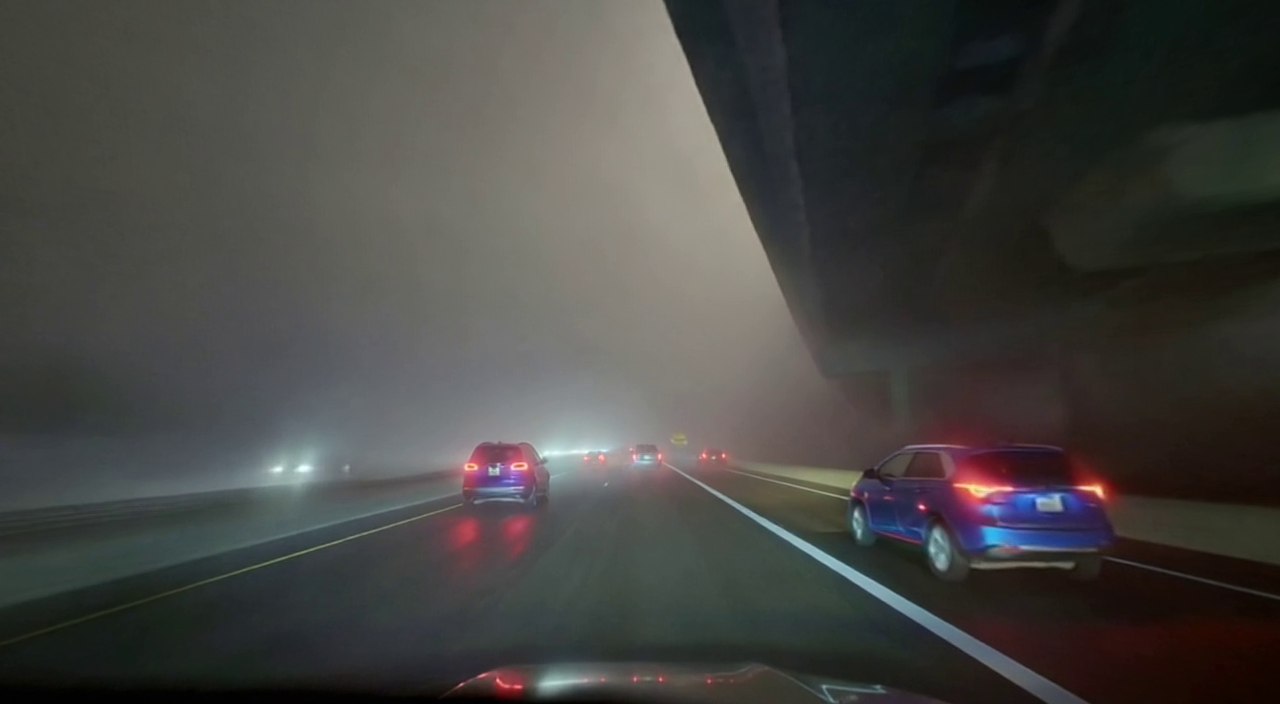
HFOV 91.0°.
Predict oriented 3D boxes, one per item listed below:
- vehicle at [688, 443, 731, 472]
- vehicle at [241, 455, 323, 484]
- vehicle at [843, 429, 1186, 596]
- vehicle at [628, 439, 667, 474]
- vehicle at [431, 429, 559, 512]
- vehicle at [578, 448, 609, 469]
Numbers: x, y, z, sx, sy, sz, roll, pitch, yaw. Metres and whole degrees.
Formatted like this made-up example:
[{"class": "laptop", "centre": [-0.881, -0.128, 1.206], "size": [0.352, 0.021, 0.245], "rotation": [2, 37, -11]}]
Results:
[{"class": "vehicle", "centre": [4.508, 6.911, 41.503], "size": [2.231, 1.807, 4.588], "rotation": [0, -9, -1]}, {"class": "vehicle", "centre": [-20.673, 6.763, 36.570], "size": [1.897, 1.506, 4.512], "rotation": [0, -9, 3]}, {"class": "vehicle", "centre": [4.163, 1.810, 7.909], "size": [1.959, 1.554, 3.795], "rotation": [0, -9, 0]}, {"class": "vehicle", "centre": [0.413, 6.053, 36.717], "size": [2.155, 1.909, 4.529], "rotation": [0, -9, 0]}, {"class": "vehicle", "centre": [-3.421, 2.897, 15.870], "size": [2.089, 1.751, 4.515], "rotation": [0, -9, 1]}, {"class": "vehicle", "centre": [-3.379, 7.820, 46.439], "size": [1.994, 1.475, 4.171], "rotation": [0, -9, 0]}]
